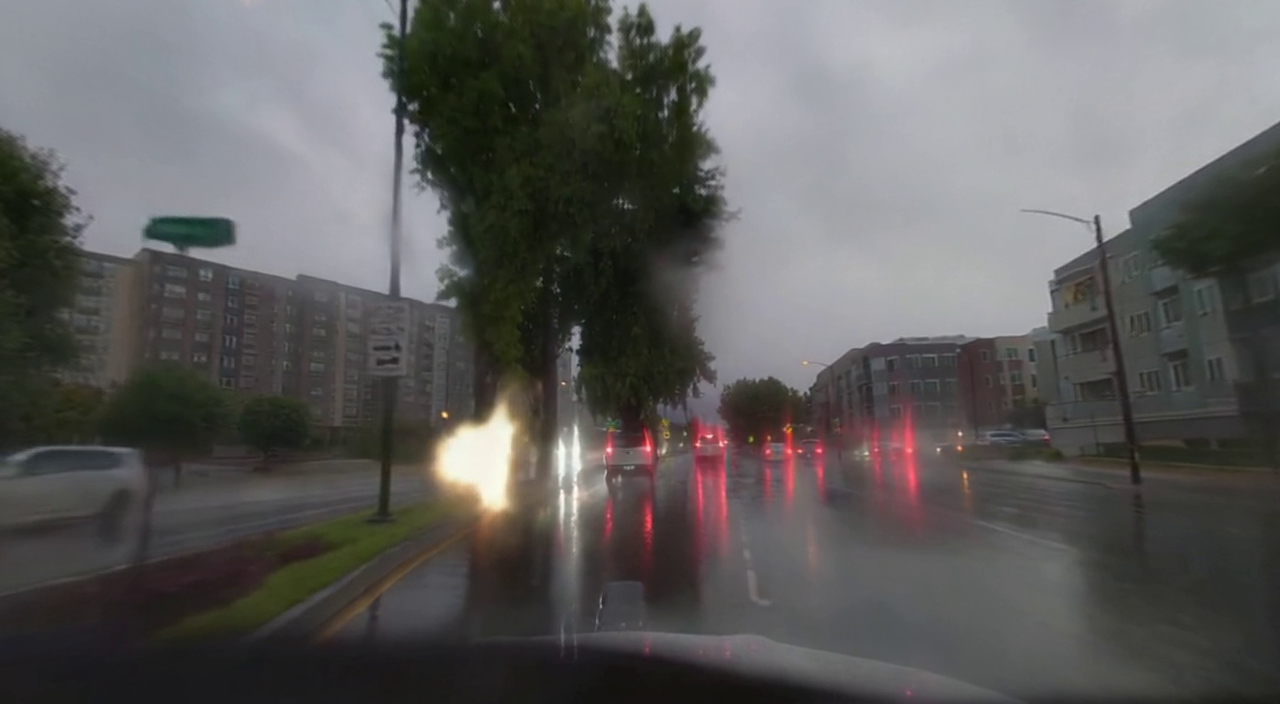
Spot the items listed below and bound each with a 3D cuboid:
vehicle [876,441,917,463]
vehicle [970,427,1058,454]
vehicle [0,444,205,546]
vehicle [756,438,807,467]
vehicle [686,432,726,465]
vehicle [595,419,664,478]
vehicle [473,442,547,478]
[{"bbox_3d":[18.534,7.215,45.669,1.706,1.474,3.761,-1,-8,6],"label":"vehicle"},{"bbox_3d":[27.730,6.588,46.949,5.050,1.756,2.206,-3,-9,8],"label":"vehicle"},{"bbox_3d":[-10.401,2.395,11.134,1.965,1.486,4.494,-1,-8,5],"label":"vehicle"},{"bbox_3d":[7.706,5.511,34.712,2.075,1.486,4.316,-1,-8,4],"label":"vehicle"},{"bbox_3d":[4.021,5.837,38.310,2.222,1.841,4.031,-1,-8,6],"label":"vehicle"},{"bbox_3d":[-0.292,3.877,25.474,2.396,2.143,4.824,-1,-8,4],"label":"vehicle"},{"bbox_3d":[-5.645,4.716,27.938,1.955,1.460,4.434,-1,-8,5],"label":"vehicle"}]
